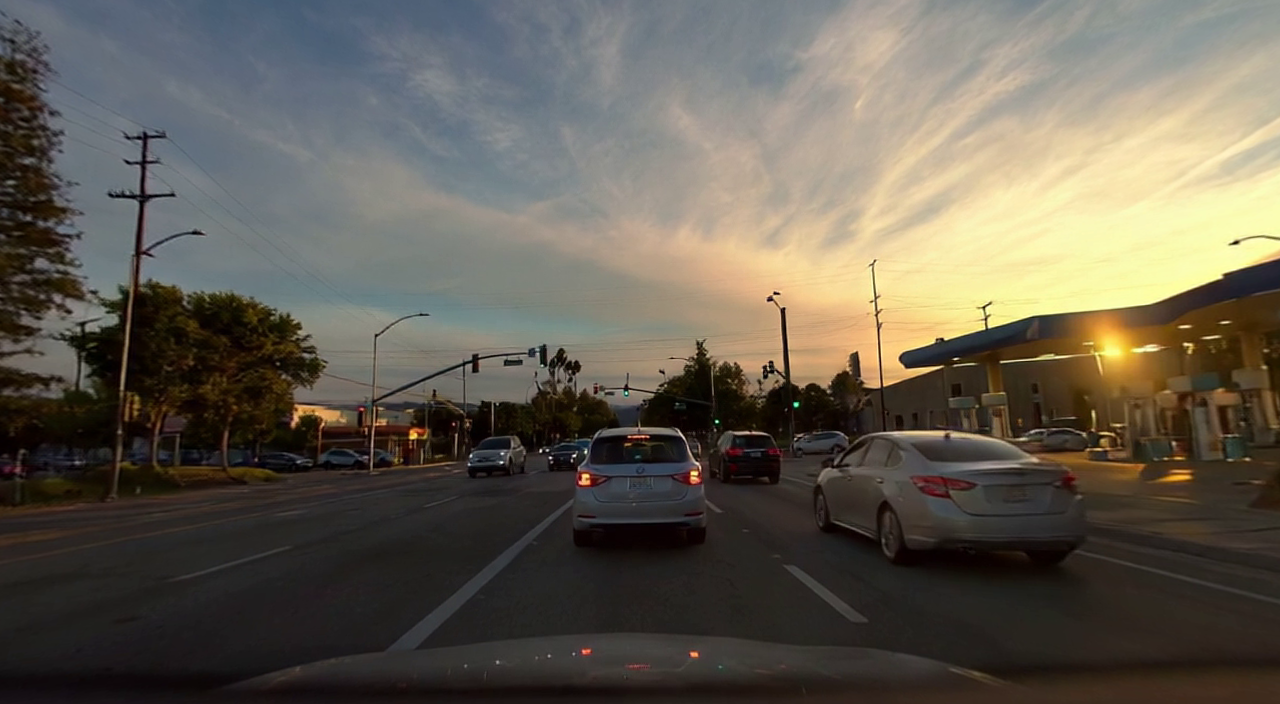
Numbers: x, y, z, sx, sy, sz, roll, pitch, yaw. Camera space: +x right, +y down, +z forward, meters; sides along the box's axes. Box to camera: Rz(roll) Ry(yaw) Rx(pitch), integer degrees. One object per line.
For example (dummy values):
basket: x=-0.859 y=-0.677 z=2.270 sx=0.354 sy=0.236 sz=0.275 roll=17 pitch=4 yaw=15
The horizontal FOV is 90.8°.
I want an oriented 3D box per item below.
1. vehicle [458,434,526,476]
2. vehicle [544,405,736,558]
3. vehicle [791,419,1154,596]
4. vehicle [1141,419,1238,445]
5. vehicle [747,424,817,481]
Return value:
vehicle: x=-6.421 y=4.534 z=27.969 sx=1.994 sy=1.695 sz=4.471 roll=0 pitch=-8 yaw=-1
vehicle: x=-0.061 y=1.746 z=9.158 sx=2.164 sy=1.718 sz=3.881 roll=0 pitch=-8 yaw=-2
vehicle: x=3.347 y=1.632 z=7.575 sx=1.904 sy=1.472 sz=4.358 roll=0 pitch=-8 yaw=-1
vehicle: x=39.747 y=5.846 z=45.812 sx=4.834 sy=1.808 sz=2.006 roll=-2 pitch=-8 yaw=10
vehicle: x=4.980 y=3.584 z=22.770 sx=2.116 sy=1.791 sz=5.006 roll=-1 pitch=-8 yaw=9
